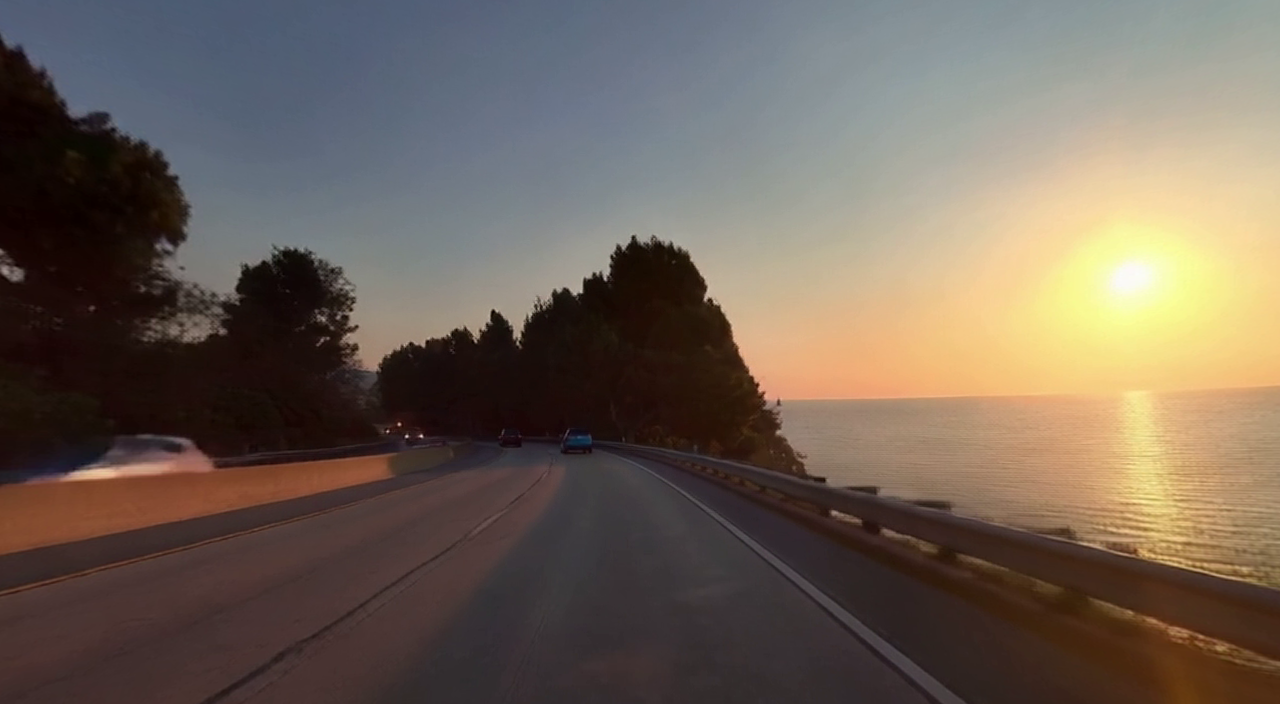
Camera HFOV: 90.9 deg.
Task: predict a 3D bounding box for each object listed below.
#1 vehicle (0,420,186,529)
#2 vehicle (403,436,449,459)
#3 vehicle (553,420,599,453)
[{"bbox_3d":[-10.757,2.126,11.359,2.192,1.617,4.082,0,-9,-3],"label":"vehicle"},{"bbox_3d":[-14.603,6.547,43.271,2.287,1.438,4.244,1,-9,-9],"label":"vehicle"},{"bbox_3d":[-4.542,5.920,43.853,2.632,2.162,5.529,1,-9,-11],"label":"vehicle"}]
